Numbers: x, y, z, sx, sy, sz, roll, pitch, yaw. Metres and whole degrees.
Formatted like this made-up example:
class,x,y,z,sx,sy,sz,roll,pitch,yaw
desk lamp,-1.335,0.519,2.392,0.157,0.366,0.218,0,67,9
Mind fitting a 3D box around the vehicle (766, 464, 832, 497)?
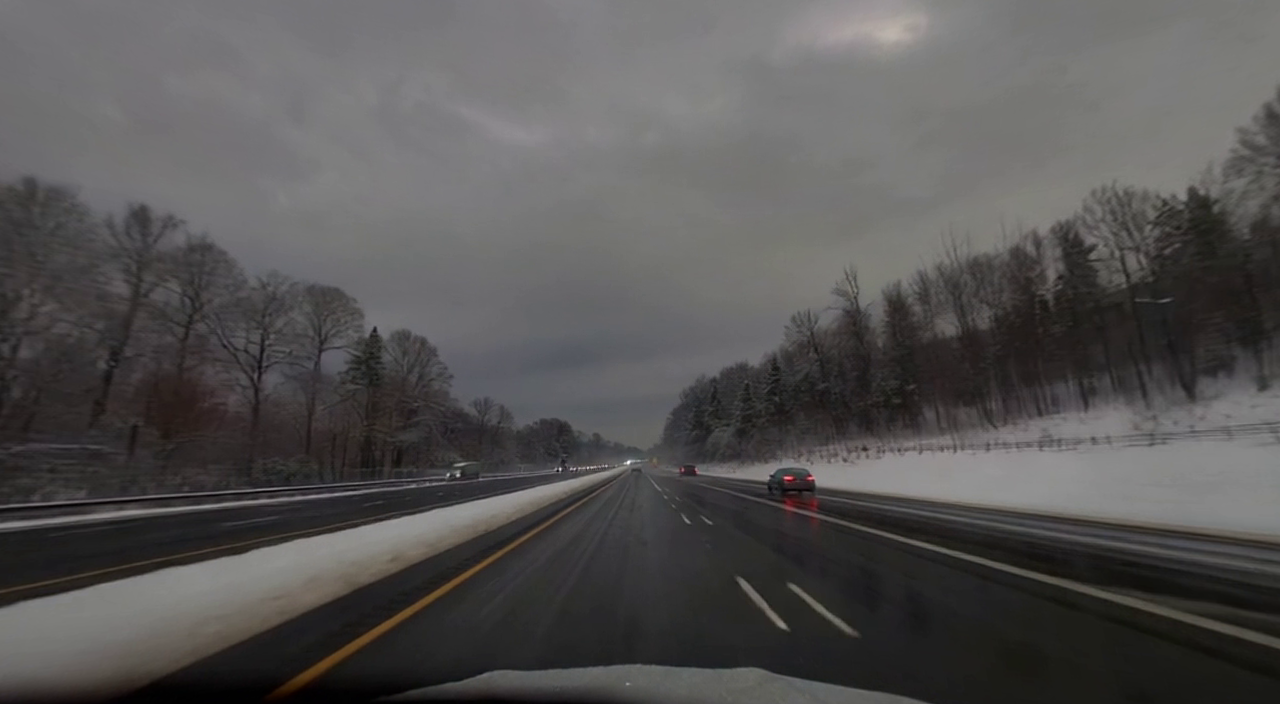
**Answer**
class,x,y,z,sx,sy,sz,roll,pitch,yaw
vehicle,7.730,6.303,31.092,2.024,1.476,4.352,1,-10,-1
